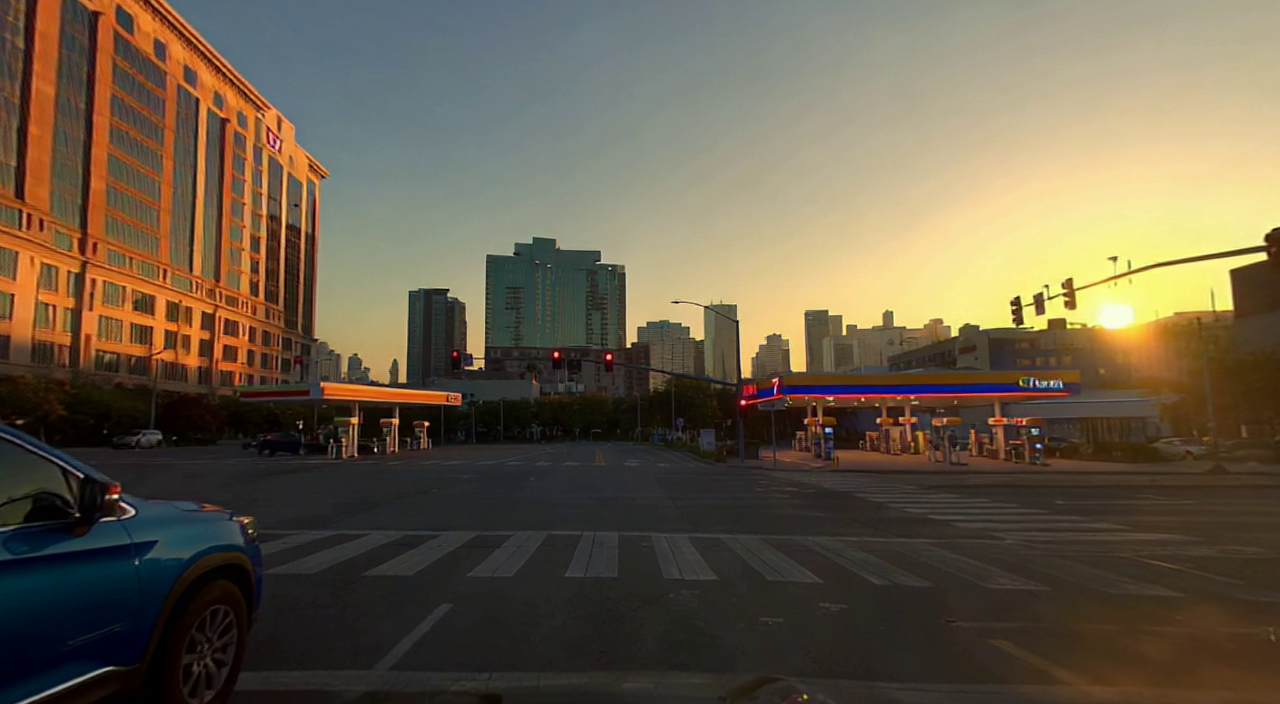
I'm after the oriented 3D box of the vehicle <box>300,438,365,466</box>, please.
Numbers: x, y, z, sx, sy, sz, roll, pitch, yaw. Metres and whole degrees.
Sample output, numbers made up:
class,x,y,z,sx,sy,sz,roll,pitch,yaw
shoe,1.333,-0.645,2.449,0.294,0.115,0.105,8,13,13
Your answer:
class,x,y,z,sx,sy,sz,roll,pitch,yaw
vehicle,-20.466,6.680,42.145,2.004,1.699,4.486,0,-9,1

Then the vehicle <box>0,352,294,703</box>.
class,x,y,z,sx,sy,sz,roll,pitch,yaw
vehicle,-3.420,0.806,2.033,2.053,1.690,4.364,0,-9,1
